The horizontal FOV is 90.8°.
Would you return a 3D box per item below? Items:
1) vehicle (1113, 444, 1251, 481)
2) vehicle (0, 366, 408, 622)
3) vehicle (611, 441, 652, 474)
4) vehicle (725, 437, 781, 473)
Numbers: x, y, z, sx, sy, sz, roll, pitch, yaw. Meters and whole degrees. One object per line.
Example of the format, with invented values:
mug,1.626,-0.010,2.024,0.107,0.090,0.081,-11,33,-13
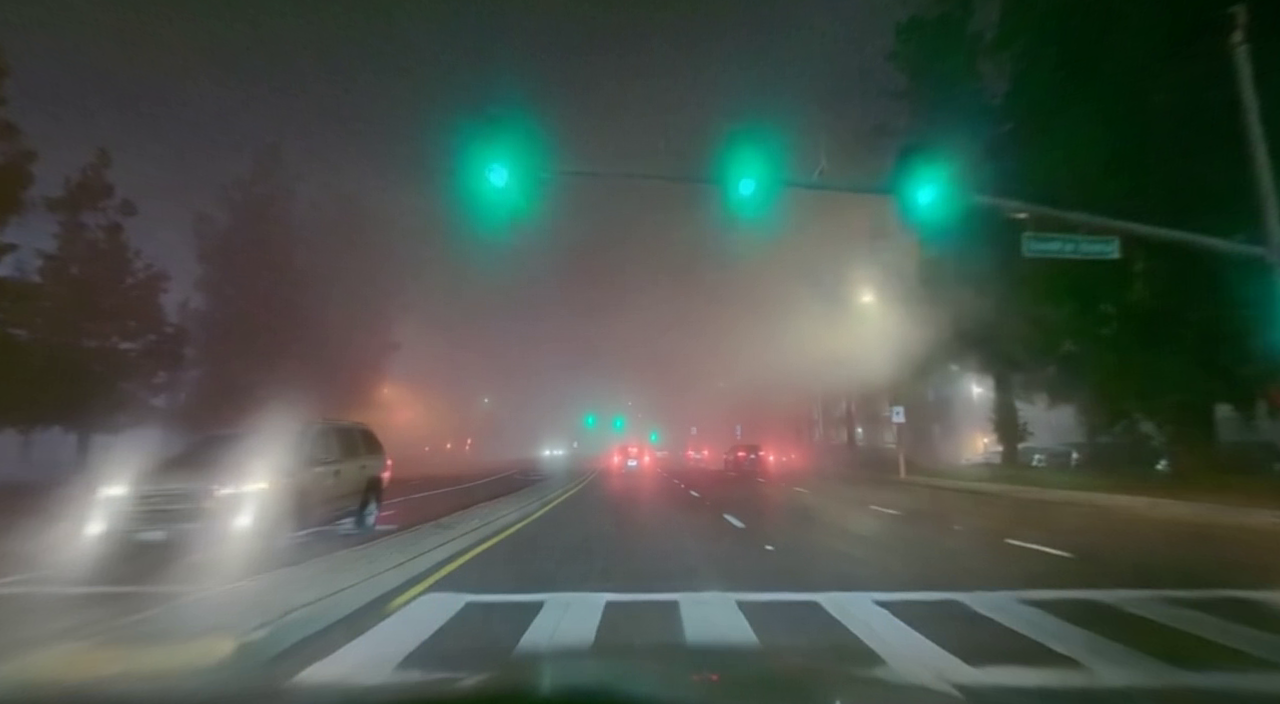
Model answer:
vehicle,26.245,5.349,30.713,4.843,1.628,2.063,0,-8,-3
vehicle,-5.189,1.657,8.261,2.145,2.041,6.064,-2,-9,-1
vehicle,-0.509,5.711,34.415,2.101,1.641,4.341,0,-8,-2
vehicle,6.453,5.982,36.857,2.052,1.886,5.297,0,-8,-3
